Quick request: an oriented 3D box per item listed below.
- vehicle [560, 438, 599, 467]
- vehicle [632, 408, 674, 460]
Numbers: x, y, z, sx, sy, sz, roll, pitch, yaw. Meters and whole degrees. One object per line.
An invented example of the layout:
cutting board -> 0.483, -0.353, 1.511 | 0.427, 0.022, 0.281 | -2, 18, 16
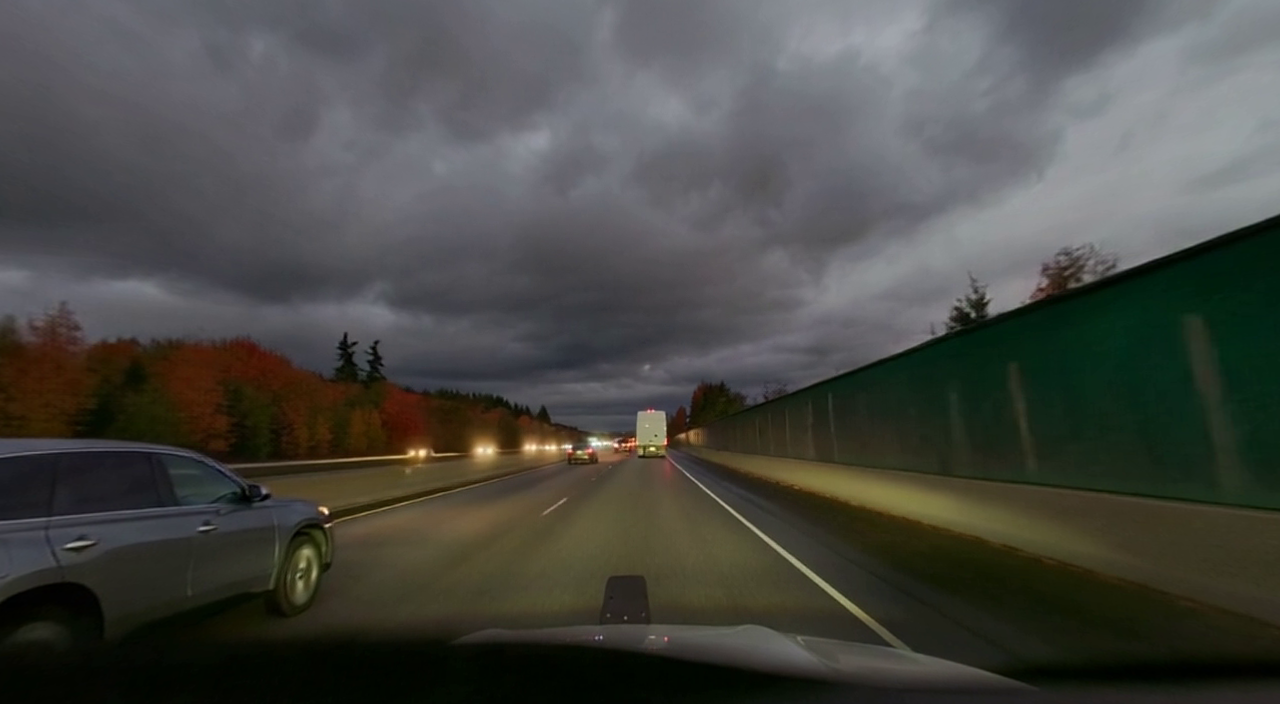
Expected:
vehicle -> -3.417, 5.738, 36.140 | 1.927, 1.556, 3.921 | 0, -8, 0
vehicle -> 1.046, 6.531, 49.739 | 2.933, 3.701, 10.425 | 0, -8, 1
